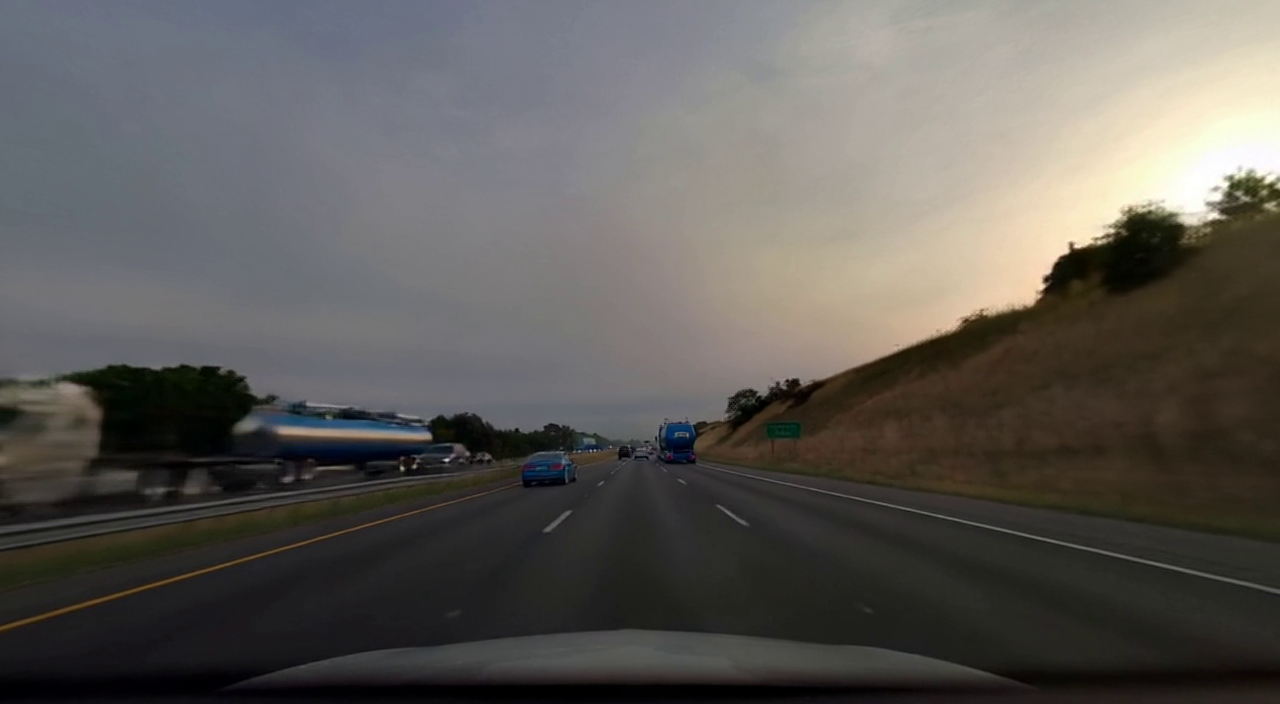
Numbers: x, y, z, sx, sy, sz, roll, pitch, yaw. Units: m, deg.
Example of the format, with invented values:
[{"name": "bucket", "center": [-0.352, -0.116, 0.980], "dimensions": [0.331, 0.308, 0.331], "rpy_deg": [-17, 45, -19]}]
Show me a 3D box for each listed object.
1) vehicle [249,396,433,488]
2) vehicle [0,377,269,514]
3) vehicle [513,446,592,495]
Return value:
[{"name": "vehicle", "center": [-15.113, 4.931, 34.193], "dimensions": [2.910, 3.869, 14.755], "rpy_deg": [0, -9, -1]}, {"name": "vehicle", "center": [-19.678, 3.634, 24.232], "dimensions": [2.862, 3.843, 13.487], "rpy_deg": [0, -9, -1]}, {"name": "vehicle", "center": [-2.850, 3.969, 21.503], "dimensions": [2.013, 1.498, 3.908], "rpy_deg": [-1, -9, 2]}]
